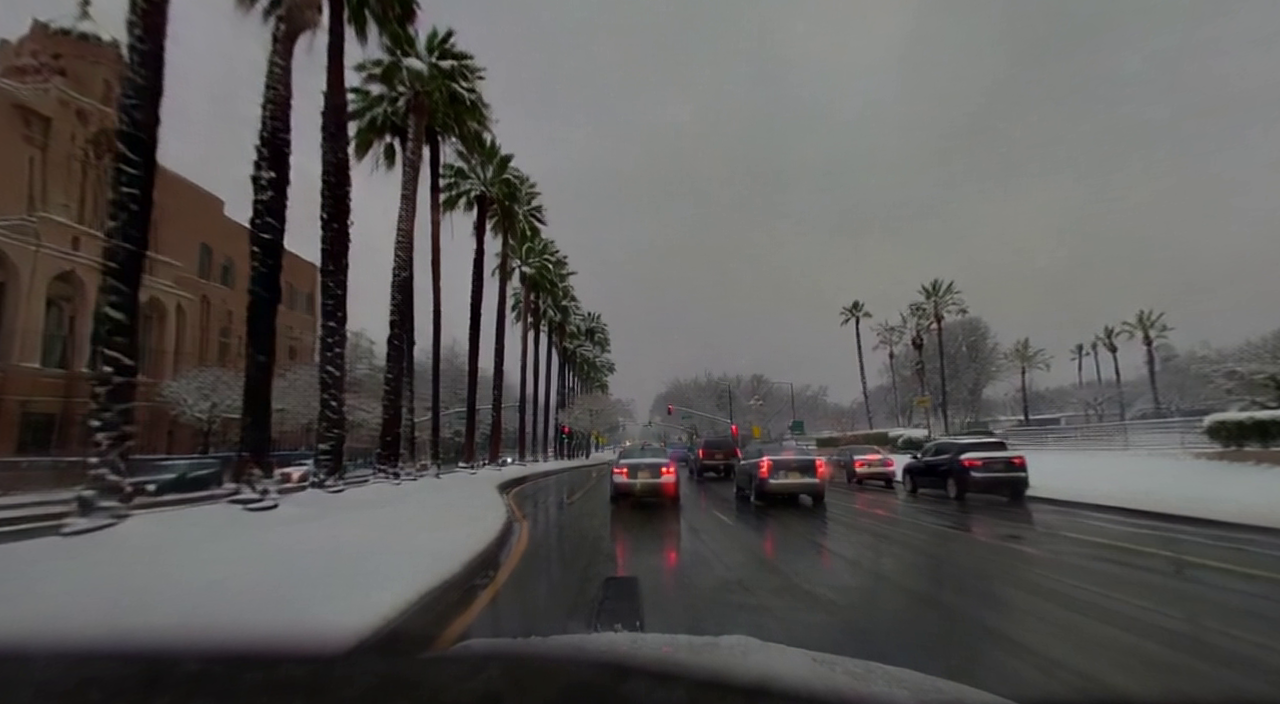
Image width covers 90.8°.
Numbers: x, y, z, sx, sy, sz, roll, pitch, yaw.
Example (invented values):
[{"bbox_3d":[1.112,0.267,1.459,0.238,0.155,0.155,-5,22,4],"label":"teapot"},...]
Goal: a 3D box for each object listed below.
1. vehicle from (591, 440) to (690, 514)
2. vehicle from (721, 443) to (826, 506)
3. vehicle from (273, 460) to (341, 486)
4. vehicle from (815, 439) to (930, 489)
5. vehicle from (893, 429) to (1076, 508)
[{"bbox_3d":[-0.027,2.883,15.055,2.050,1.521,3.747,0,-8,-1],"label":"vehicle"},{"bbox_3d":[3.428,3.220,17.130,1.833,1.465,4.258,0,-9,-1],"label":"vehicle"},{"bbox_3d":[-21.081,7.665,40.232,1.856,1.429,4.672,0,-9,-1],"label":"vehicle"},{"bbox_3d":[8.194,3.959,22.850,1.970,1.559,4.911,0,-8,-5],"label":"vehicle"},{"bbox_3d":[8.562,2.921,16.343,1.994,1.715,4.777,0,-9,0],"label":"vehicle"}]
